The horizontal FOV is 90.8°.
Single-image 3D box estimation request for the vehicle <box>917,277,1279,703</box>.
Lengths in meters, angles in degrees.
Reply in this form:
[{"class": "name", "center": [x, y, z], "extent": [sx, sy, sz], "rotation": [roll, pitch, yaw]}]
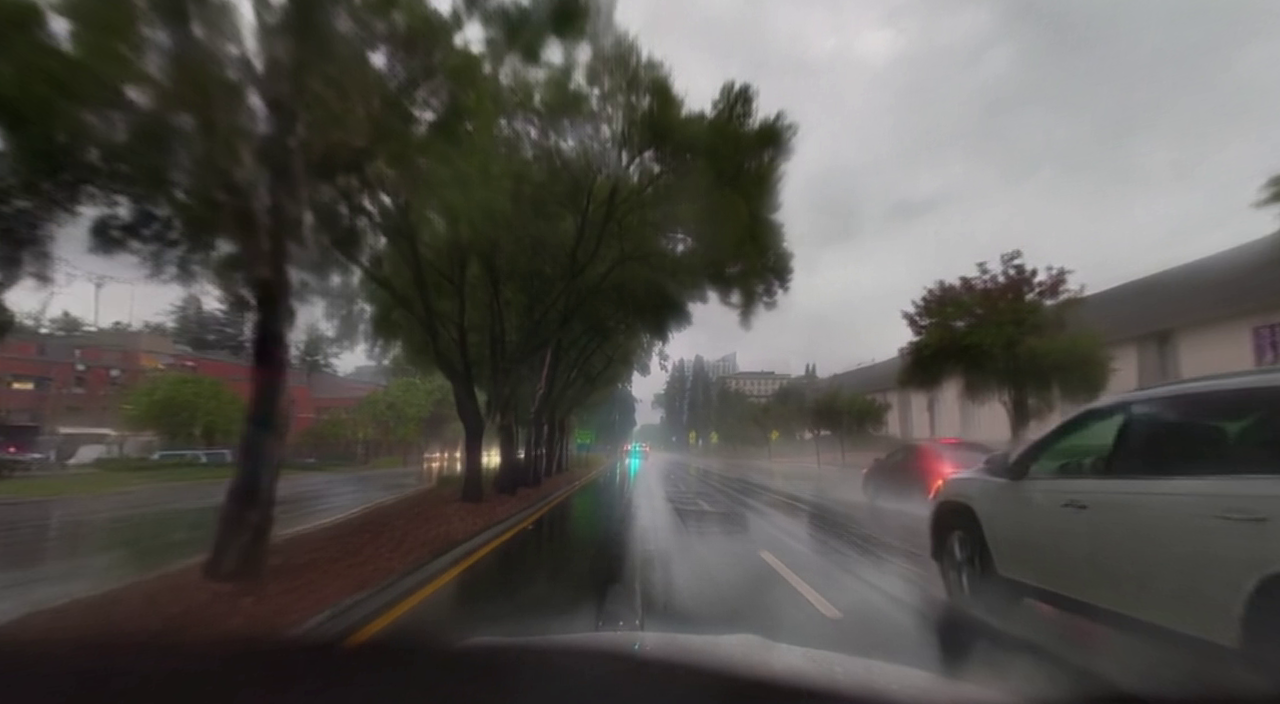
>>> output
[{"class": "vehicle", "center": [3.772, 0.776, 3.005], "extent": [2.505, 1.971, 5.162], "rotation": [0, -9, 0]}]
